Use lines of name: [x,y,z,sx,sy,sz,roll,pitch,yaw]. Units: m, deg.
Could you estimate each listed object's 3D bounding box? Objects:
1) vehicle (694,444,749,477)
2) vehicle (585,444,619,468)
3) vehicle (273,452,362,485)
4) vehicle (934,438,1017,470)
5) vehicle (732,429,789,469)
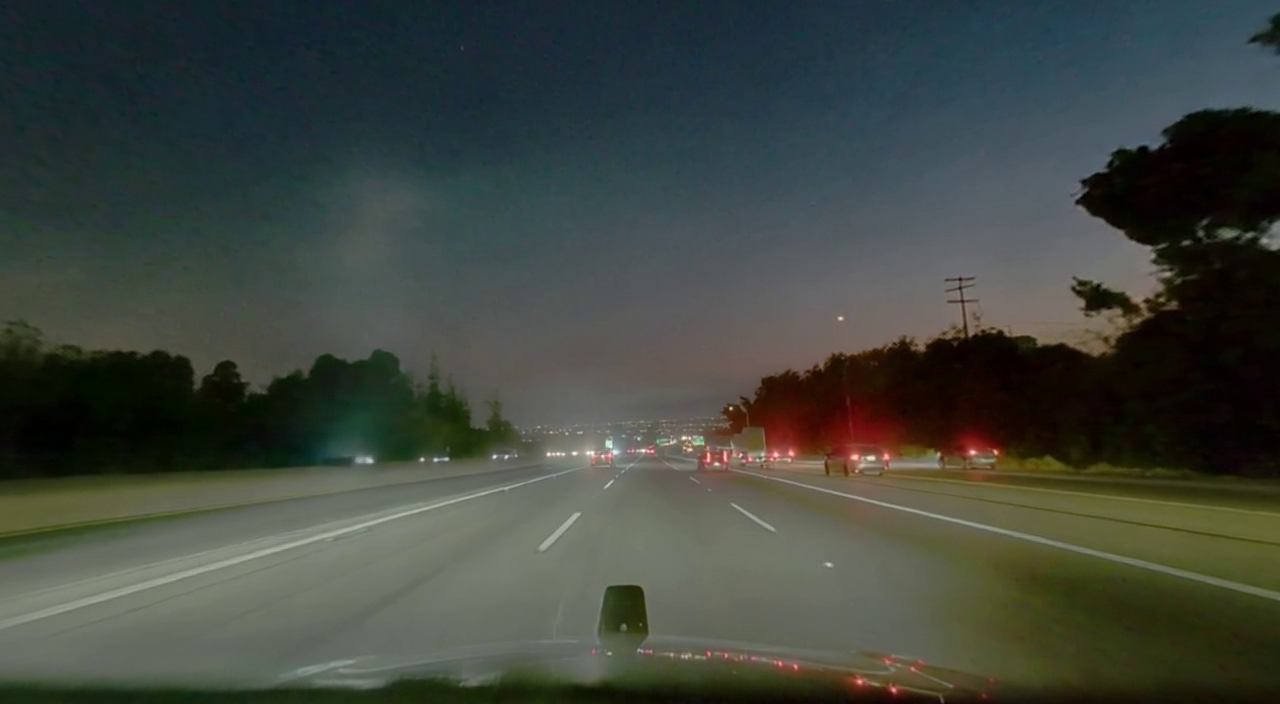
vehicle: [3.977,5.397,31.636,2.080,1.493,4.674,0,-9,-1]
vehicle: [-2.648,7.356,44.652,2.060,1.587,4.093,0,-9,1]
vehicle: [-15.842,5.732,31.256,1.985,1.470,4.400,0,-9,1]
vehicle: [22.663,6.899,42.936,2.221,1.995,5.803,0,-9,-3]
vehicle: [8.220,6.684,43.556,2.729,2.628,4.875,0,-9,-2]
